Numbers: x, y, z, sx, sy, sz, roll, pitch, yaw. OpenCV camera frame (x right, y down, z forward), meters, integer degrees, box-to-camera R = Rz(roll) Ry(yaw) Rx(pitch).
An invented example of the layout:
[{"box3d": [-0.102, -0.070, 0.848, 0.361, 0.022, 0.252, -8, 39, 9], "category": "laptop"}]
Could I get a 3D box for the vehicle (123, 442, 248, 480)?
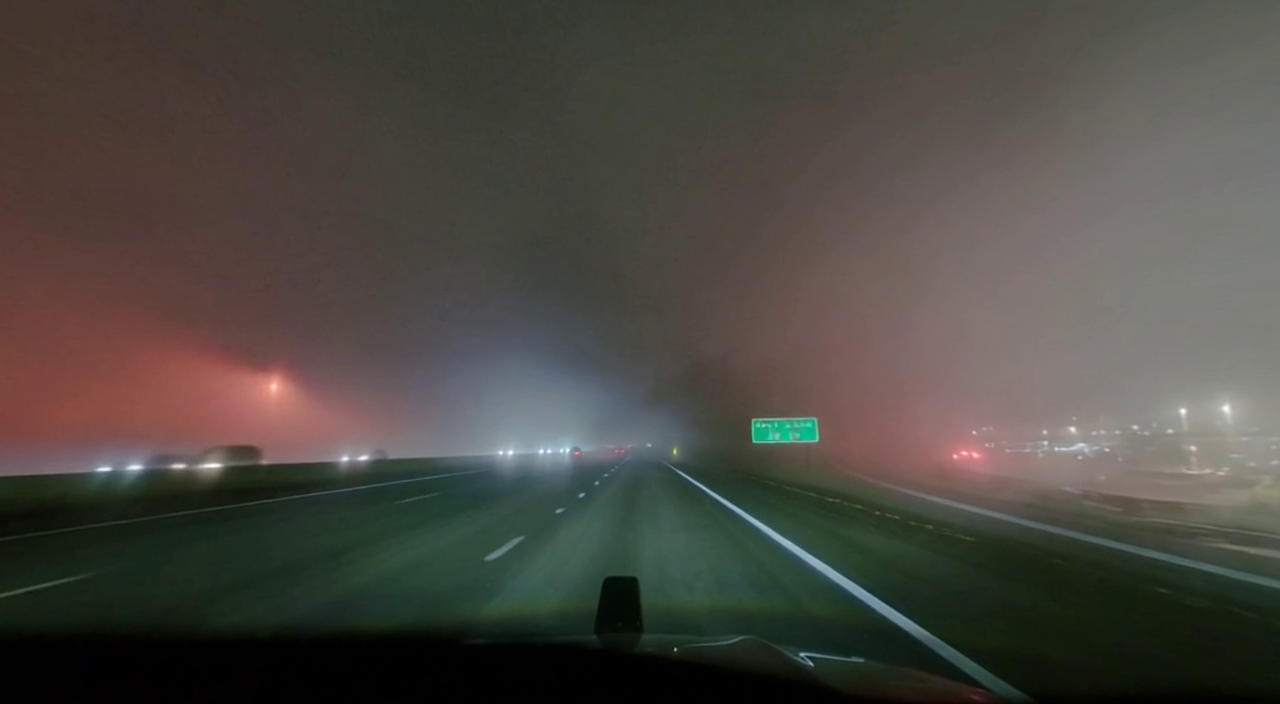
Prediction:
[{"box3d": [-20.313, 4.884, 28.445, 2.181, 1.562, 4.600, 0, -9, 0], "category": "vehicle"}]
